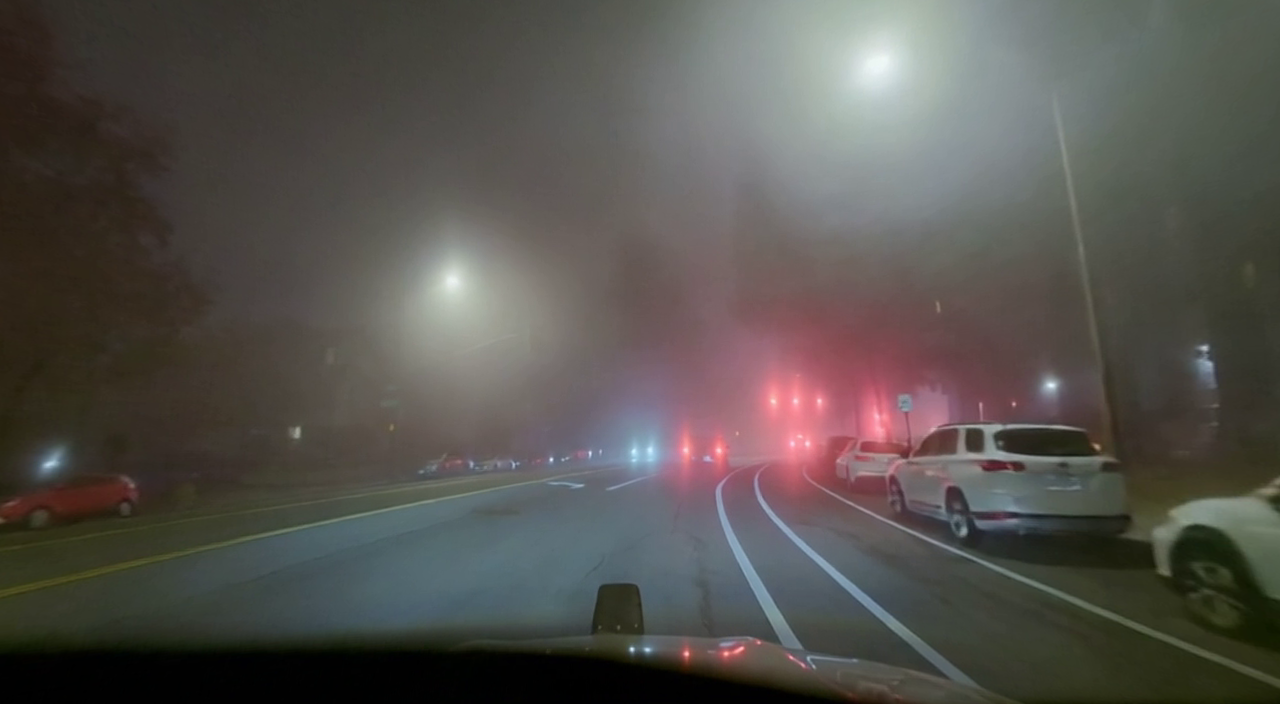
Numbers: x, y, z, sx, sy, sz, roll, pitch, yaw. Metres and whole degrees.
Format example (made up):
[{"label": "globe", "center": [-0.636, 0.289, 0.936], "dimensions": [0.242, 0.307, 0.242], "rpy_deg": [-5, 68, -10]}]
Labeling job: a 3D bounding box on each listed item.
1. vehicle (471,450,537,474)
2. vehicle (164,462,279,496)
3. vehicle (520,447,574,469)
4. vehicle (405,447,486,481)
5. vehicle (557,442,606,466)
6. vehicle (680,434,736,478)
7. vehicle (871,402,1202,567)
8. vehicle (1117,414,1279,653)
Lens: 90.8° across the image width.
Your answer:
[{"label": "vehicle", "center": [-8.084, 6.562, 38.048], "dimensions": [1.893, 1.310, 4.719], "rpy_deg": [-2, -9, 15]}, {"label": "vehicle", "center": [-19.113, 5.781, 28.911], "dimensions": [4.195, 1.400, 1.726], "rpy_deg": [-1, -8, 8]}, {"label": "vehicle", "center": [-6.370, 7.294, 43.713], "dimensions": [1.880, 1.450, 4.627], "rpy_deg": [-3, -9, 17]}, {"label": "vehicle", "center": [-9.609, 5.528, 31.635], "dimensions": [1.918, 1.508, 4.353], "rpy_deg": [-2, -8, 13]}, {"label": "vehicle", "center": [-4.452, 7.813, 48.645], "dimensions": [1.977, 1.761, 4.990], "rpy_deg": [-3, -9, 17]}, {"label": "vehicle", "center": [3.010, 4.422, 27.173], "dimensions": [1.852, 1.680, 4.488], "rpy_deg": [-2, -9, 13]}, {"label": "vehicle", "center": [5.209, 1.791, 9.334], "dimensions": [2.128, 1.795, 4.622], "rpy_deg": [-1, -8, 4]}, {"label": "vehicle", "center": [5.065, 1.063, 3.292], "dimensions": [1.879, 1.547, 4.378], "rpy_deg": [-1, -8, 3]}]
